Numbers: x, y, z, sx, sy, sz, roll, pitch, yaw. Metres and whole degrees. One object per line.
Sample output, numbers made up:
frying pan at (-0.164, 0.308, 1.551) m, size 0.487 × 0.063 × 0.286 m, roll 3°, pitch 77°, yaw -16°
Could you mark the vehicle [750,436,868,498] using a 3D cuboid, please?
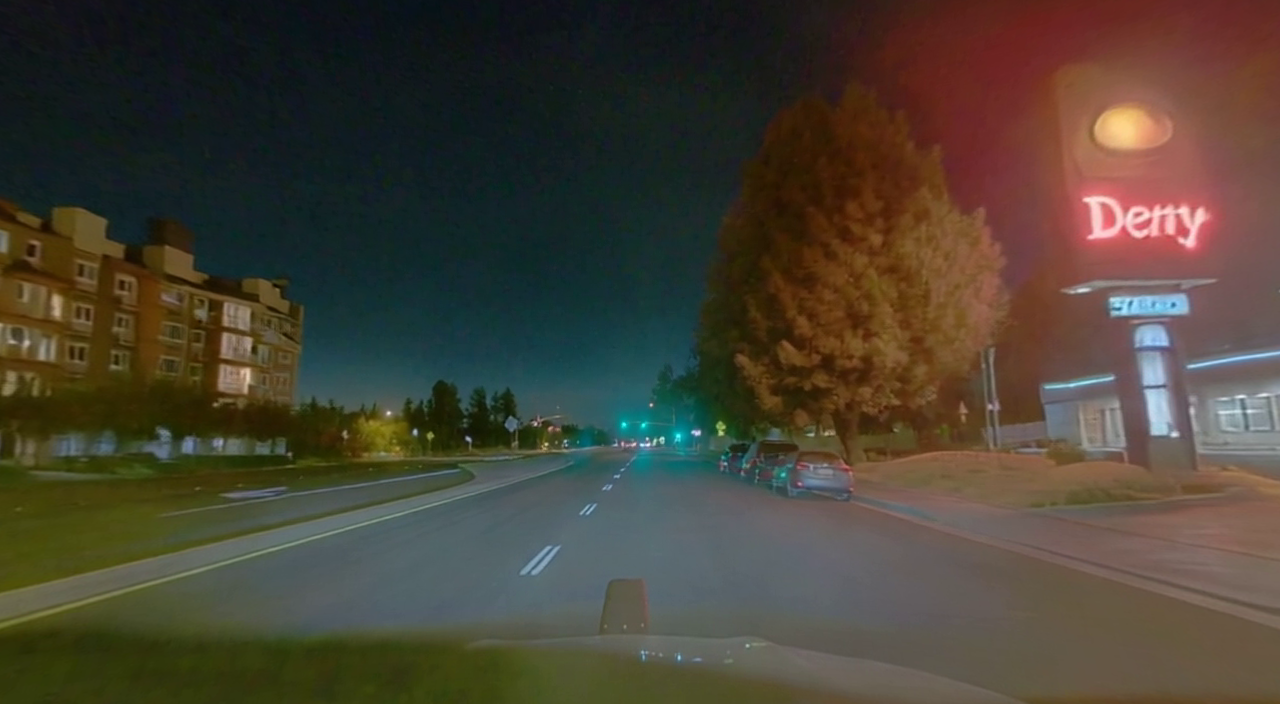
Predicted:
vehicle at (4.652, 3.237, 18.246) m, size 2.085 × 1.509 × 5.134 m, roll 0°, pitch -8°, yaw 1°
